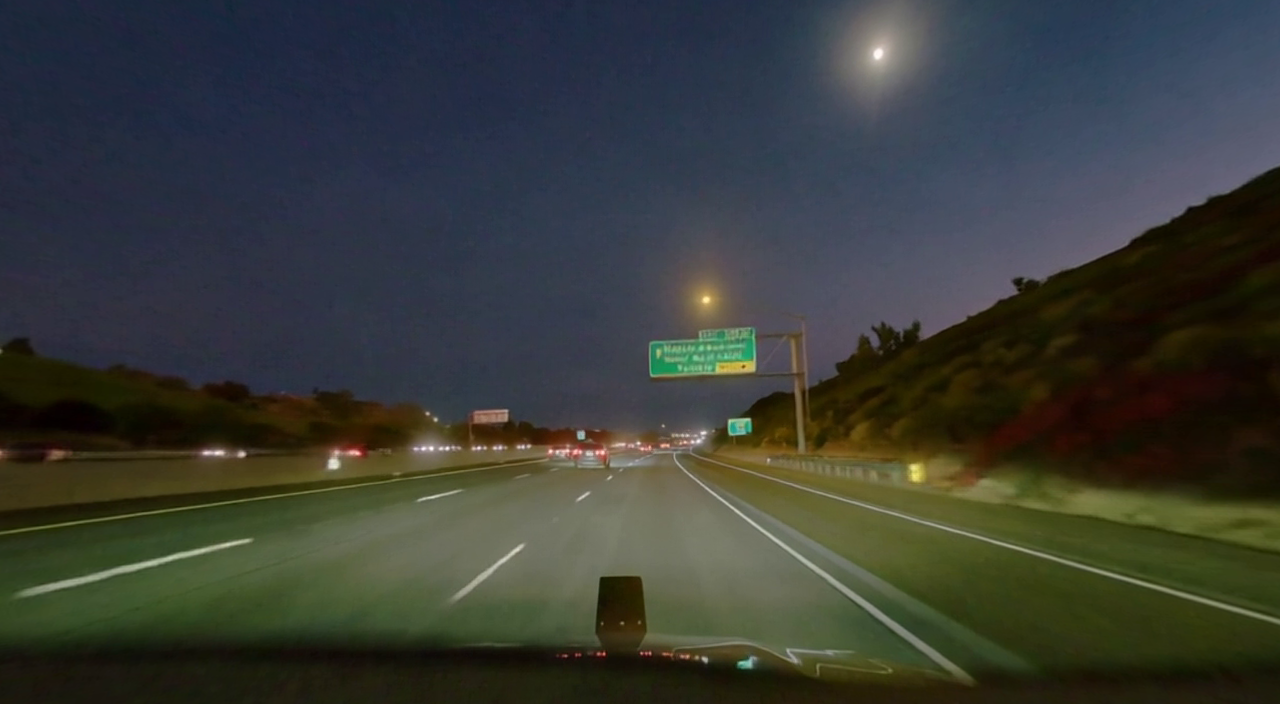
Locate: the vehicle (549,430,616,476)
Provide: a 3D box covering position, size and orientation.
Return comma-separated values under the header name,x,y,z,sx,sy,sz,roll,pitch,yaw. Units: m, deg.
name,x,y,z,sx,sy,sz,roll,pitch,yaw
vehicle,-2.520,4.639,28.965,2.413,1.896,5.218,0,-8,2
